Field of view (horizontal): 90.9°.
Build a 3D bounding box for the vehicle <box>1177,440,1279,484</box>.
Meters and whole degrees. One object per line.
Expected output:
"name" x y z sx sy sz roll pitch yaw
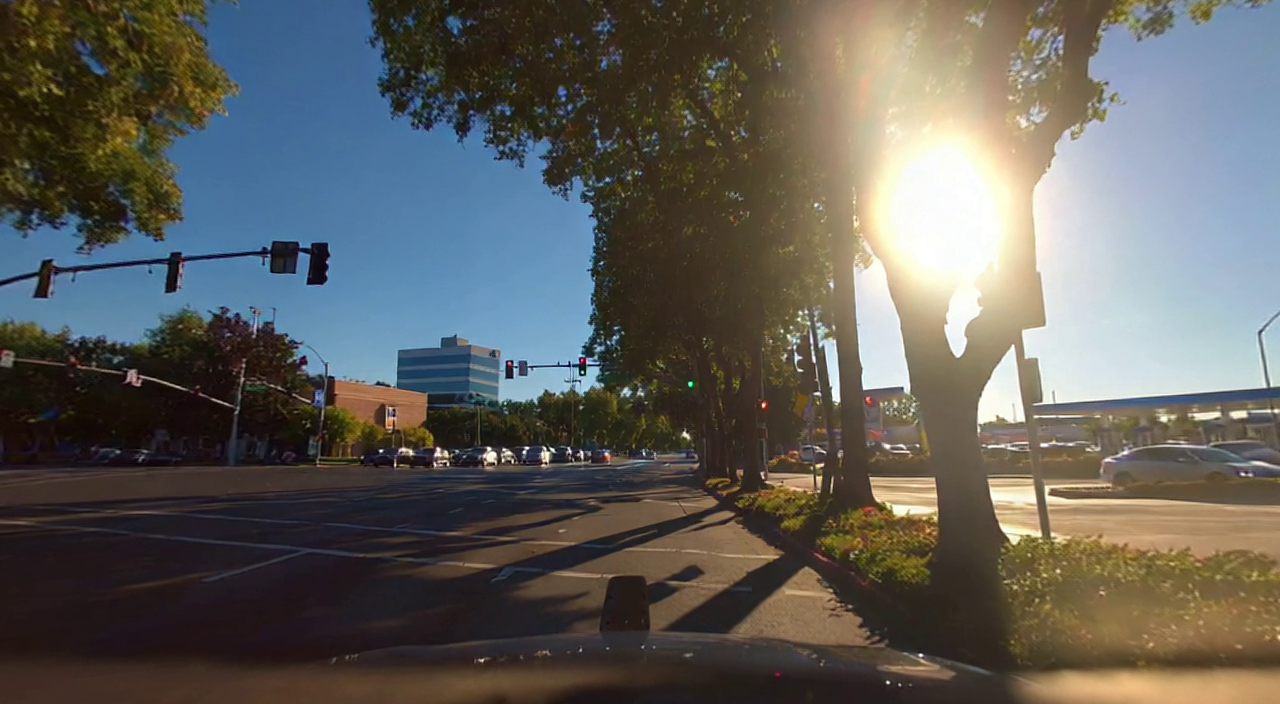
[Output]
"vehicle" 22.090 3.781 21.838 4.716 1.455 2.060 -3 -9 17
